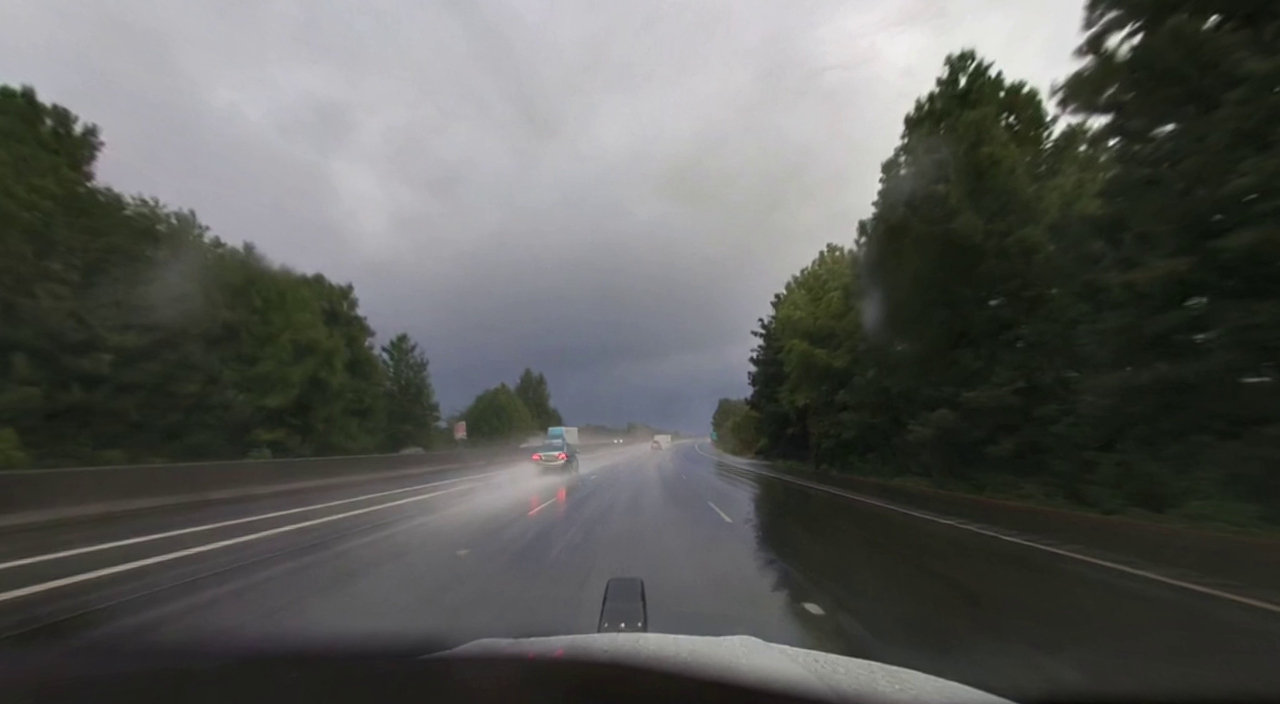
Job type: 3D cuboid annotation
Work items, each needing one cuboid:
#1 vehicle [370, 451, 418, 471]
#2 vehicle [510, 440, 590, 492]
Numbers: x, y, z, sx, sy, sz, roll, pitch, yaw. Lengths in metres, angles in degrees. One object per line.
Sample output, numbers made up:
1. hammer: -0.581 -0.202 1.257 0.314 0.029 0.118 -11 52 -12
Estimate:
1. vehicle: -18.553 8.253 47.721 2.031 1.420 3.675 -1 -9 2
2. vehicle: -2.919 3.822 21.445 1.959 1.571 4.313 -1 -9 2
